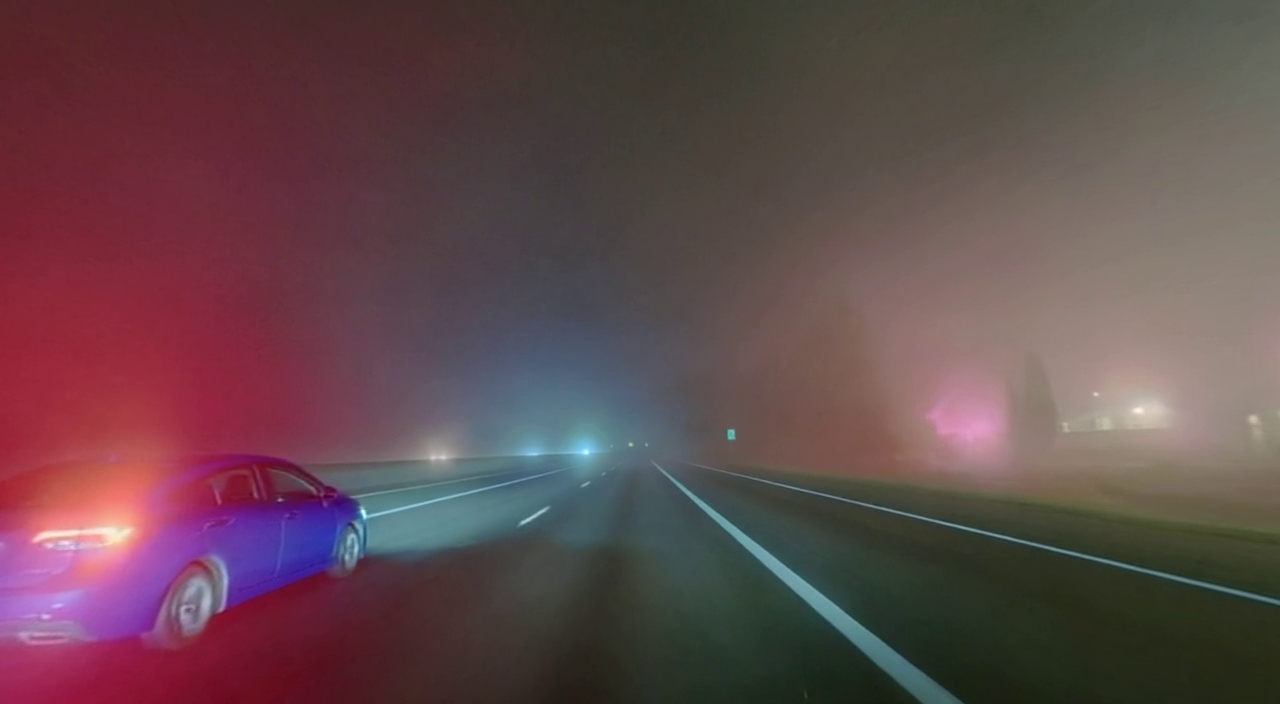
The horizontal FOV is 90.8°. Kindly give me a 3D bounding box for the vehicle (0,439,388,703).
[{"bbox_3d":[-3.926,1.516,5.352,1.935,1.479,3.787,0,-9,1],"label":"vehicle"}]
